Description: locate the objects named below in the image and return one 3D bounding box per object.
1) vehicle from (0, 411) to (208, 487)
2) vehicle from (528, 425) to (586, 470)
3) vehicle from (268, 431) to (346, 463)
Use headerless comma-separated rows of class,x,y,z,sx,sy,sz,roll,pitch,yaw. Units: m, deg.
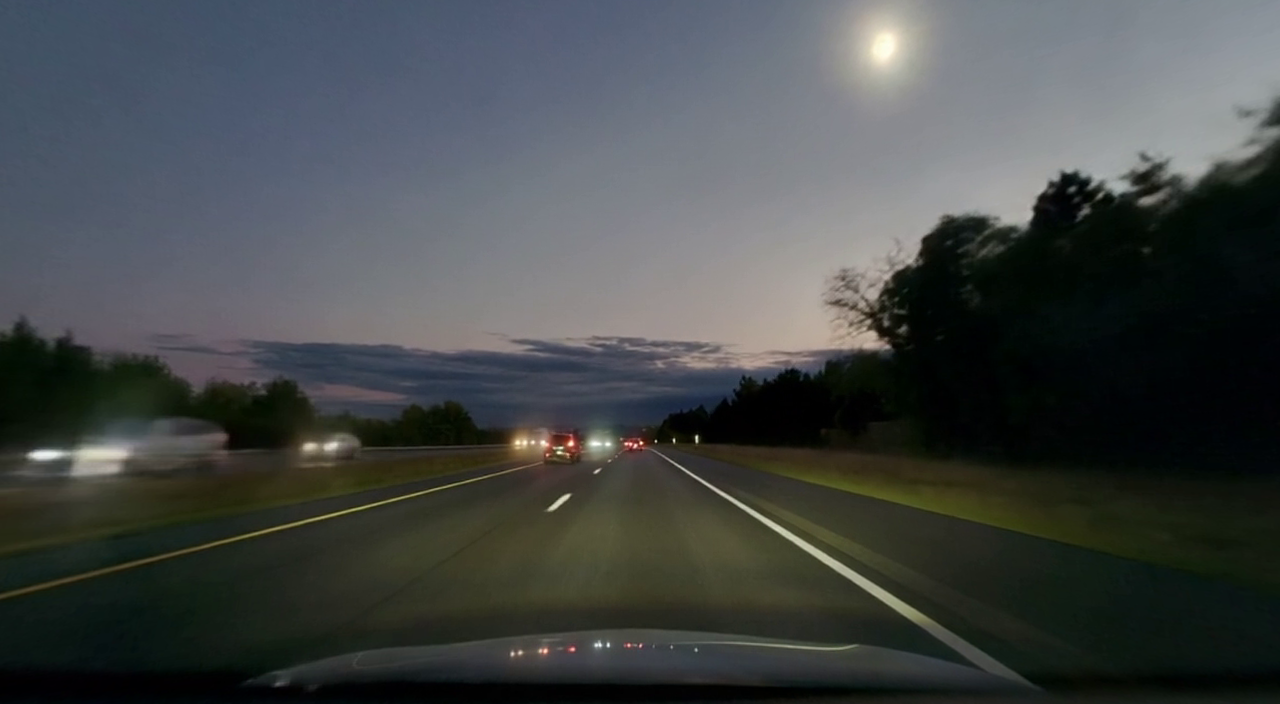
vehicle,-12.751,2.295,15.032,1.887,1.536,4.163,0,-8,-1
vehicle,-3.954,4.687,30.996,2.241,2.034,4.890,0,-8,-1
vehicle,-16.969,4.862,32.314,1.797,1.511,4.127,0,-8,-1
